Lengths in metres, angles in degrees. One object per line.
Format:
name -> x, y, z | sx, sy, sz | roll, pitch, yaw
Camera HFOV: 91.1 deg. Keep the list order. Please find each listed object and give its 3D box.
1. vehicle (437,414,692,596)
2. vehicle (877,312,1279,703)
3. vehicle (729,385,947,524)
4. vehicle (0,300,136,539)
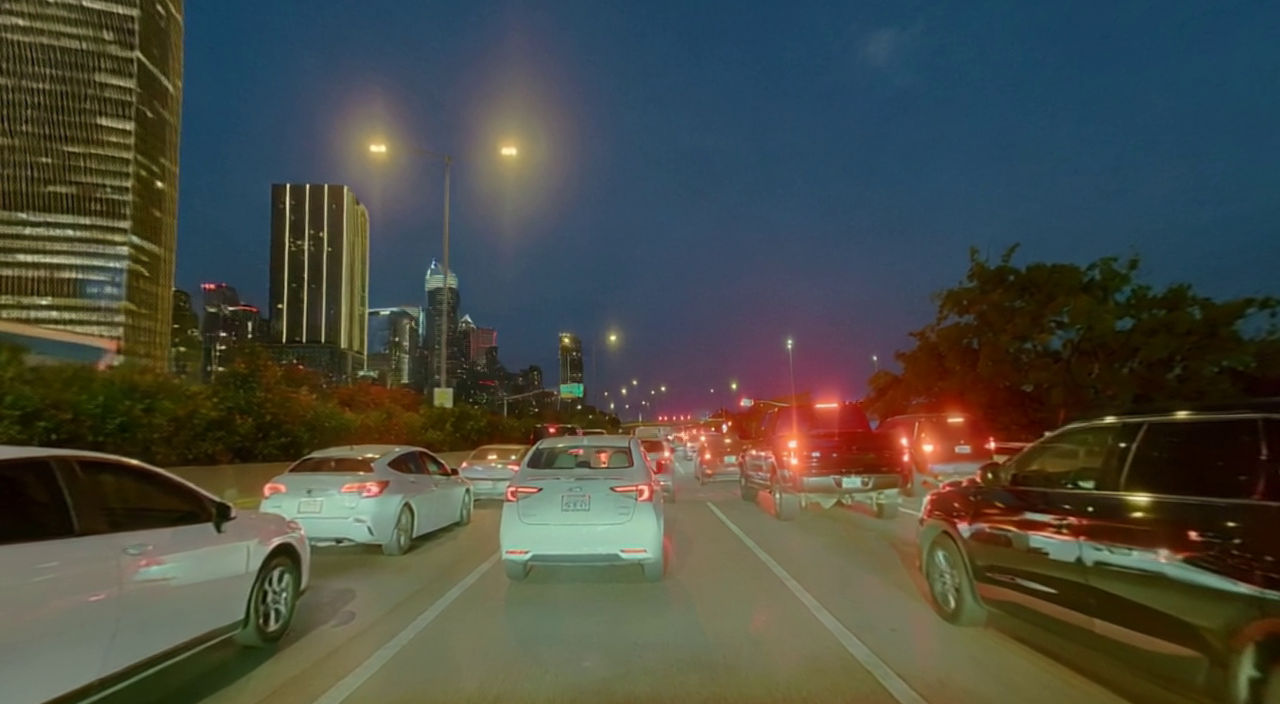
vehicle -> -0.623, 1.625, 7.552 | 2.172, 1.536, 4.250 | 0, -9, 1
vehicle -> 3.175, 0.913, 3.290 | 2.024, 1.723, 4.714 | 0, -8, 0
vehicle -> 3.518, 2.043, 12.866 | 2.497, 2.186, 5.890 | 0, -9, 0
vehicle -> -13.408, 0.369, 5.748 | 3.246, 4.347, 17.394 | 0, -9, 0
